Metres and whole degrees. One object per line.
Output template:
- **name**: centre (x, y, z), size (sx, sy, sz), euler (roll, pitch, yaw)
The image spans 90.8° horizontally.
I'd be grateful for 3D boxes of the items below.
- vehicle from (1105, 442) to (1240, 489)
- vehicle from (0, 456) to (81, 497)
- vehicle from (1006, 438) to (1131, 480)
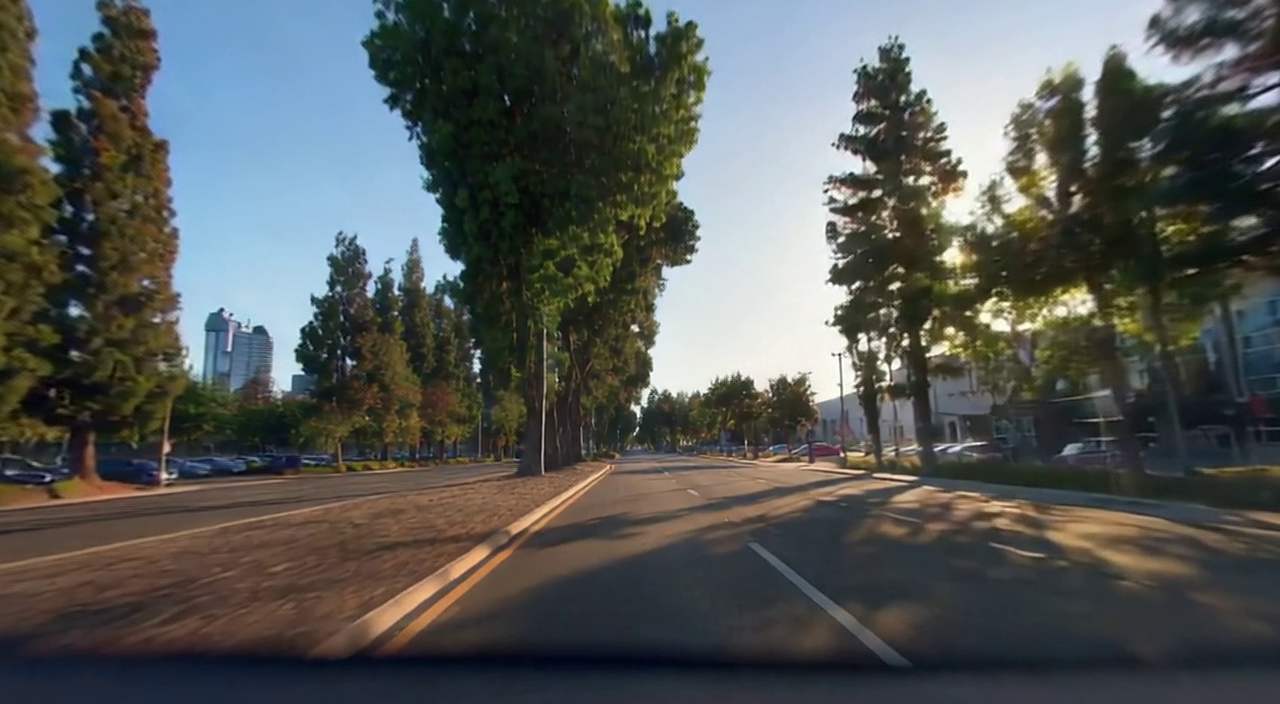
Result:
- **vehicle**: centre (17.898, 3.760, 21.214), size (4.496, 1.423, 1.700), euler (4, -10, -27)
- **vehicle**: centre (-26.806, 5.257, 26.814), size (4.193, 1.585, 1.956), euler (0, -8, 0)
- **vehicle**: centre (18.288, 4.508, 26.974), size (4.788, 1.660, 2.043), euler (3, -9, -23)
